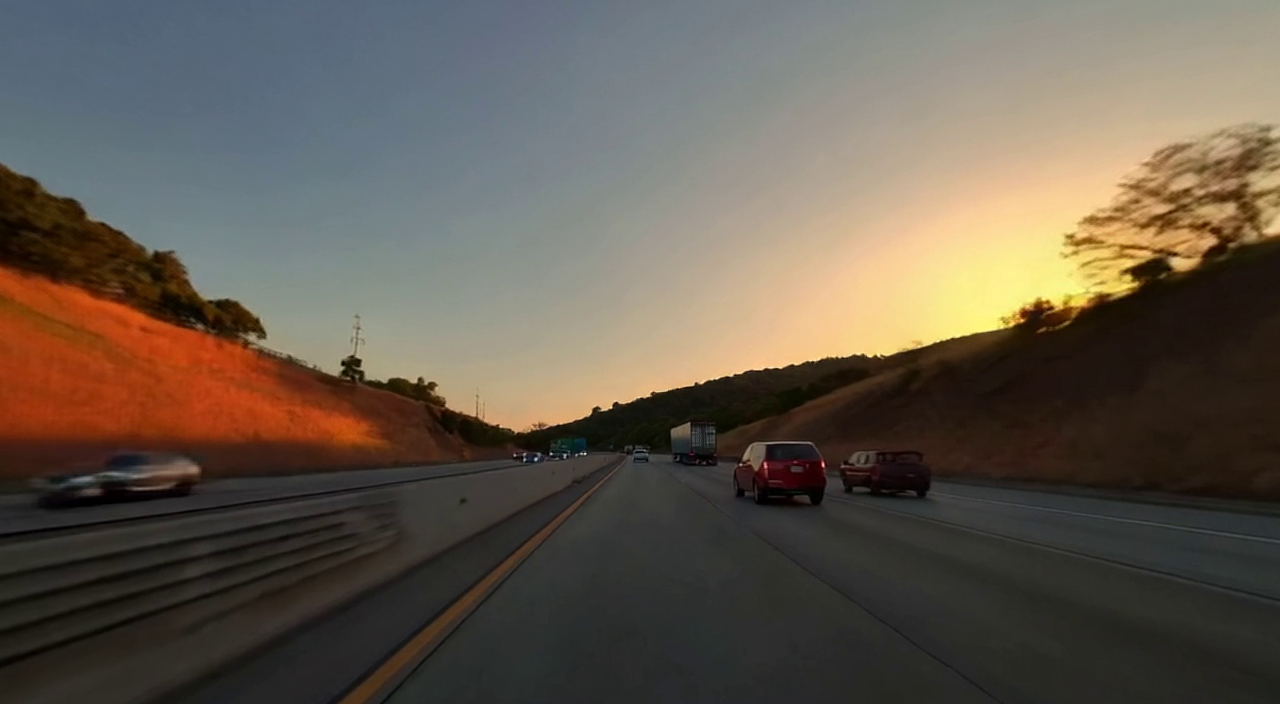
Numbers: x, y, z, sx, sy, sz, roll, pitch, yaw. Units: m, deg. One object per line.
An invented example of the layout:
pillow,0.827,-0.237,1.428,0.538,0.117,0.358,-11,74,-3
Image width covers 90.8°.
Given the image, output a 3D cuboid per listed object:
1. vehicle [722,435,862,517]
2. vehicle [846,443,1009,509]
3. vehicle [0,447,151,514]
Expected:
vehicle,3.434,2.903,15.287,2.130,1.658,4.537,0,-9,-2
vehicle,7.274,3.165,16.622,2.024,1.471,4.618,0,-9,-1
vehicle,-15.126,3.213,16.248,1.856,1.488,4.033,0,-9,-1
